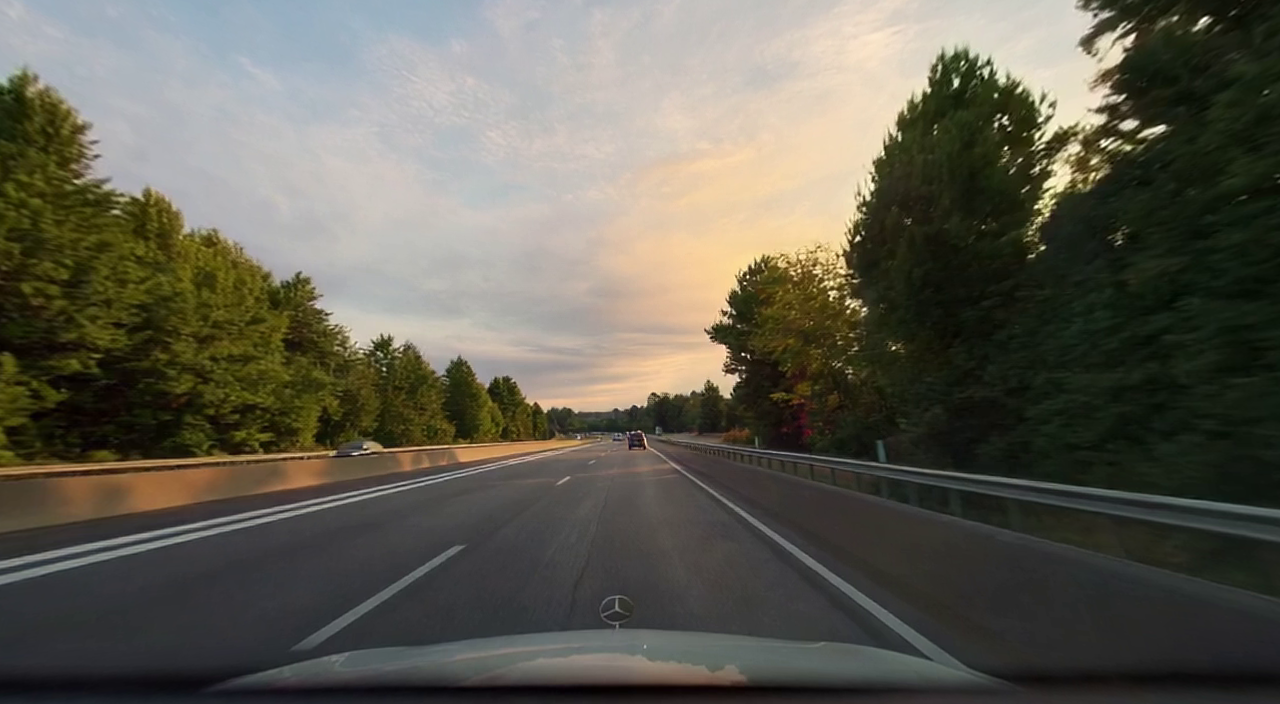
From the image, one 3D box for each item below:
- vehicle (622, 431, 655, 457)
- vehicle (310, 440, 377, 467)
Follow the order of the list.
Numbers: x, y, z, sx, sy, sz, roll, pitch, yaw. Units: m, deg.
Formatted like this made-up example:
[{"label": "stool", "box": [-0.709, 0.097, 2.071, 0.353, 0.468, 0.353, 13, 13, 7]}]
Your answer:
[{"label": "vehicle", "box": [-0.110, 6.185, 42.371, 2.134, 1.654, 4.174, 0, -8, 0]}, {"label": "vehicle", "box": [-17.534, 6.004, 37.521, 1.935, 1.459, 4.250, 0, -8, 0]}]
